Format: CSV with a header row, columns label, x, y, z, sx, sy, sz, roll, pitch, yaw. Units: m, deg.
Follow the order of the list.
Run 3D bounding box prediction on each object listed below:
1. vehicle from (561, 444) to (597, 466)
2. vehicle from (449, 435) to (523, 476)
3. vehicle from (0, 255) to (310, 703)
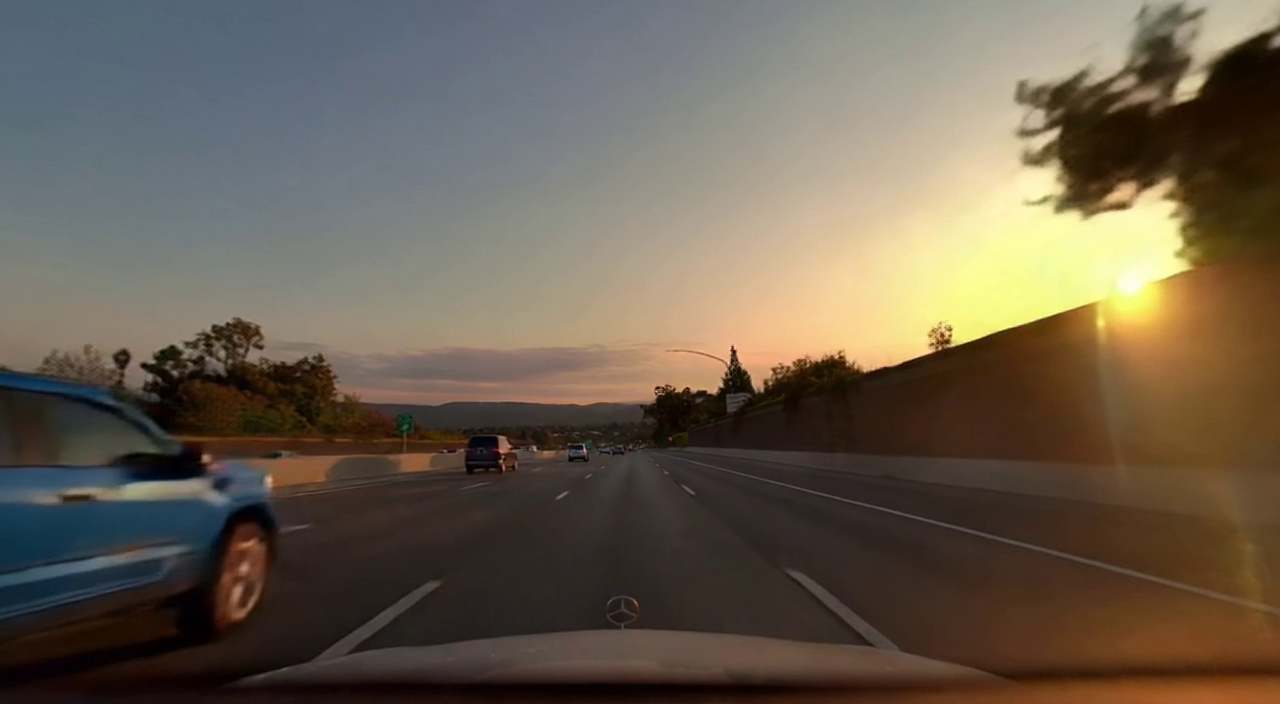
label,x,y,z,sx,sy,sz,roll,pitch,yaw
vehicle,-4.229,7.284,44.560,2.106,1.452,4.525,0,-9,0
vehicle,-7.922,5.375,33.152,2.351,1.922,6.335,0,-9,0
vehicle,-4.012,0.569,1.849,2.604,2.170,6.271,0,-9,1
